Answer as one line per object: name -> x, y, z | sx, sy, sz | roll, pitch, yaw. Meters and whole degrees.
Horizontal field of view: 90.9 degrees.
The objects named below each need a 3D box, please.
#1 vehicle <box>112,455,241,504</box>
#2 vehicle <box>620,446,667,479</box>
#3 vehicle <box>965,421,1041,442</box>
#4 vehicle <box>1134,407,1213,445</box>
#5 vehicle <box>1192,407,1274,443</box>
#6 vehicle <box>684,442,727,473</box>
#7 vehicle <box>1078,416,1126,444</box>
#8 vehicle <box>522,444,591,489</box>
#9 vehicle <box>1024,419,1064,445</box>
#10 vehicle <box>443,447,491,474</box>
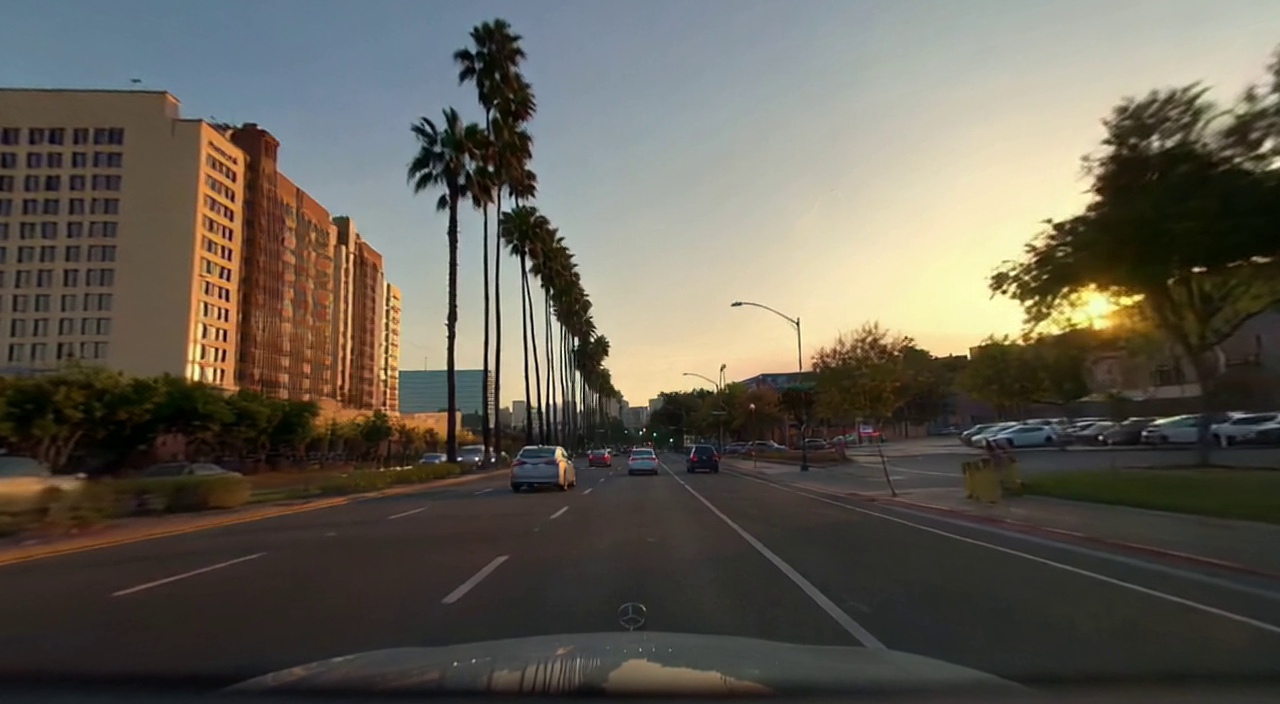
vehicle -> -17.393, 4.763, 23.911 | 1.831, 1.611, 3.912 | 0, -9, 0
vehicle -> 0.154, 5.336, 30.693 | 2.147, 1.507, 3.953 | 0, -9, 0
vehicle -> 27.831, 6.172, 48.483 | 1.663, 1.499, 4.774 | 5, -10, -32
vehicle -> 27.572, 3.910, 32.780 | 2.102, 1.779, 4.903 | -5, -10, 29
vehicle -> 30.379, 3.812, 32.420 | 1.955, 1.709, 4.014 | -5, -10, 28
vehicle -> 4.011, 6.571, 39.452 | 2.108, 1.785, 4.334 | 0, -9, -1
vehicle -> 27.694, 4.733, 37.879 | 1.781, 1.592, 3.879 | -5, -10, 29
vehicle -> -3.015, 4.237, 23.678 | 1.908, 1.505, 4.369 | 0, -9, 1
vehicle -> 24.405, 4.894, 38.099 | 1.815, 1.441, 3.985 | -7, -11, 32
vehicle -> -11.442, 7.200, 41.986 | 1.886, 1.706, 4.209 | 0, -9, 1
